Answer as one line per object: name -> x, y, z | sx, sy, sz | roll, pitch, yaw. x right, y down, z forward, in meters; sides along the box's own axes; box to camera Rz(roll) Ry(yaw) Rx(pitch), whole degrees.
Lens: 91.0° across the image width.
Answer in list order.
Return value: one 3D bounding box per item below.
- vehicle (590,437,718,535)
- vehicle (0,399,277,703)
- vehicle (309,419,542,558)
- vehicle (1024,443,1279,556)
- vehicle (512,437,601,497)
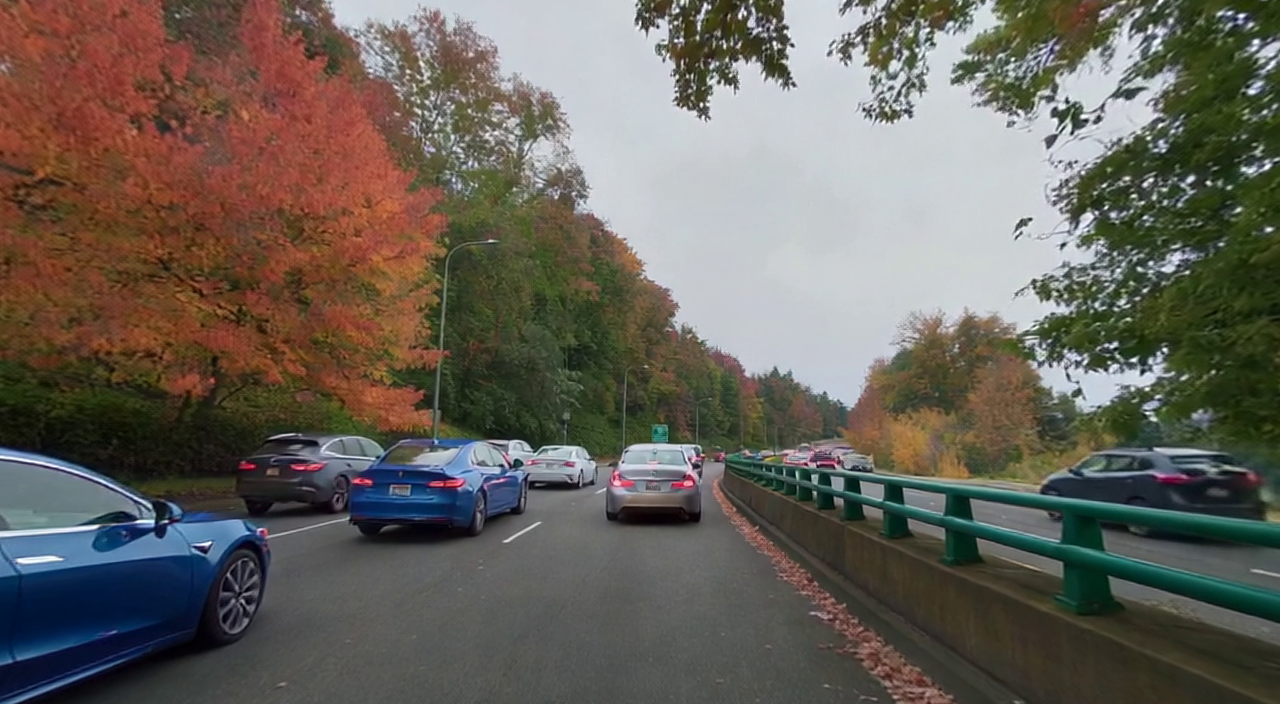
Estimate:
vehicle -> 0.312, 2.439, 12.146 | 2.015, 1.506, 4.276 | 0, -9, 2
vehicle -> -3.488, 0.881, 2.103 | 1.921, 1.503, 4.317 | 0, -9, 1
vehicle -> -2.988, 2.010, 10.024 | 1.979, 1.663, 4.513 | 0, -9, 2
vehicle -> 10.175, 2.737, 12.551 | 2.121, 1.777, 4.755 | 0, -9, 2
vehicle -> -2.432, 3.495, 19.521 | 1.930, 1.635, 4.260 | 0, -9, 3
